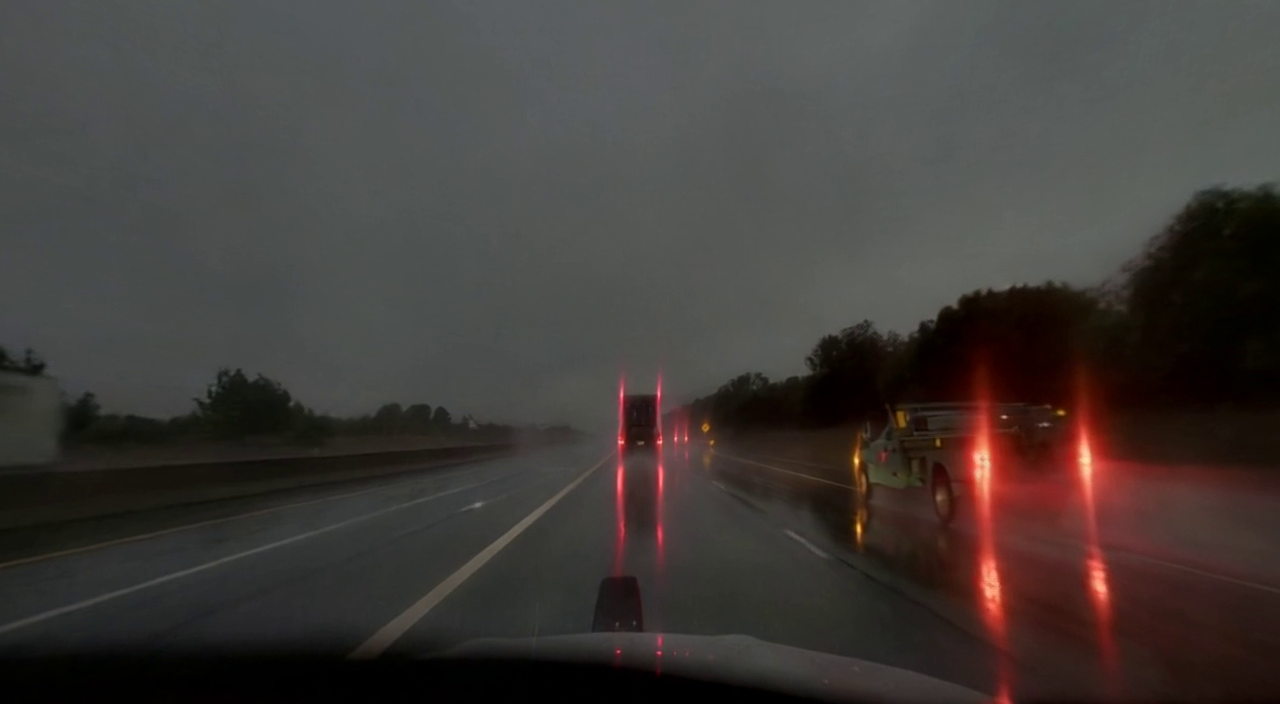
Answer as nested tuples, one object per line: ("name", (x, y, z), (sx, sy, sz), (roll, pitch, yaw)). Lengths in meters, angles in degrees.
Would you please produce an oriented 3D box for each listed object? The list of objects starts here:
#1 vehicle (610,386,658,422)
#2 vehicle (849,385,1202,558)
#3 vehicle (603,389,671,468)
("vehicle", (-0.300, 2.546, 29.956), (2.112, 1.472, 4.240), (0, -8, -1))
("vehicle", (4.899, 1.583, 9.087), (2.091, 1.829, 4.625), (0, -8, -1))
("vehicle", (-0.363, 4.130, 34.206), (2.953, 3.406, 13.372), (1, -7, -2))
